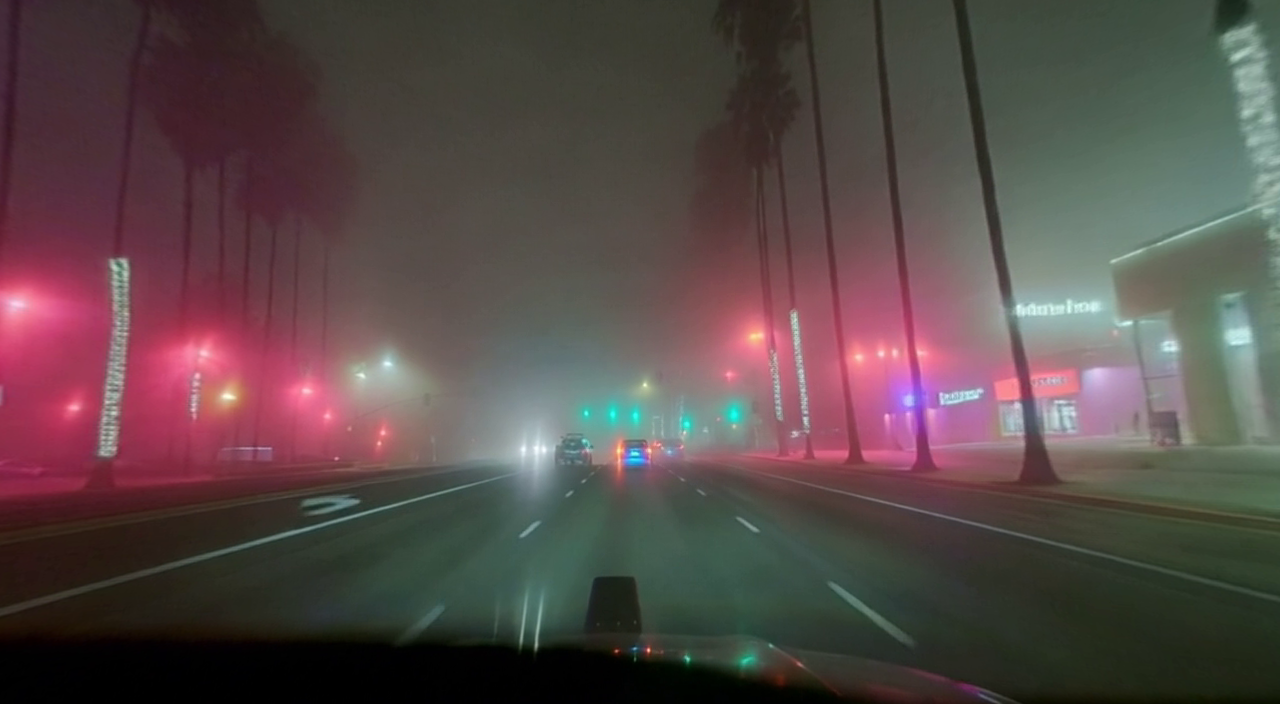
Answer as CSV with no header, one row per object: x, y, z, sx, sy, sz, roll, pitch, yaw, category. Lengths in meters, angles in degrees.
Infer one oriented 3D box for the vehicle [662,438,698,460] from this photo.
2.748,6.763,44.182,2.085,1.482,4.491,0,-9,-2,vehicle

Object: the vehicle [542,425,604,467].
-3.454,5.018,33.796,2.672,2.064,5.681,0,-9,0,vehicle

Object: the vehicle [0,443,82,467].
-46.408,7.919,48.834,4.584,1.820,2.011,0,-9,-2,vehicle

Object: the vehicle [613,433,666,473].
-0.083,4.406,27.736,2.160,1.615,4.117,0,-9,-2,vehicle
